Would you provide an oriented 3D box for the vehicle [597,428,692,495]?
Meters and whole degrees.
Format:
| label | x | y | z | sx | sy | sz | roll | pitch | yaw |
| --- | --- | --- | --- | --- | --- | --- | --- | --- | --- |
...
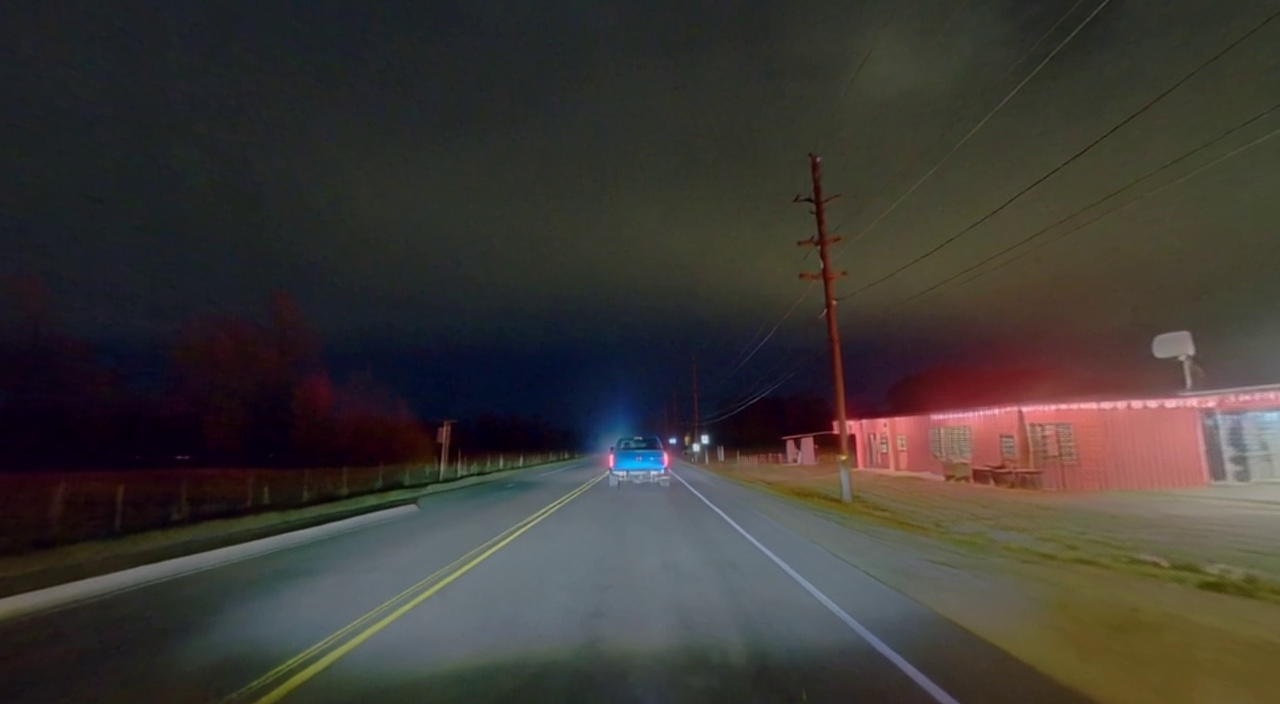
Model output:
| label | x | y | z | sx | sy | sz | roll | pitch | yaw |
| --- | --- | --- | --- | --- | --- | --- | --- | --- | --- |
| vehicle | 0.103 | 3.945 | 23.228 | 2.921 | 2.031 | 7.416 | 0 | -9 | 0 |
